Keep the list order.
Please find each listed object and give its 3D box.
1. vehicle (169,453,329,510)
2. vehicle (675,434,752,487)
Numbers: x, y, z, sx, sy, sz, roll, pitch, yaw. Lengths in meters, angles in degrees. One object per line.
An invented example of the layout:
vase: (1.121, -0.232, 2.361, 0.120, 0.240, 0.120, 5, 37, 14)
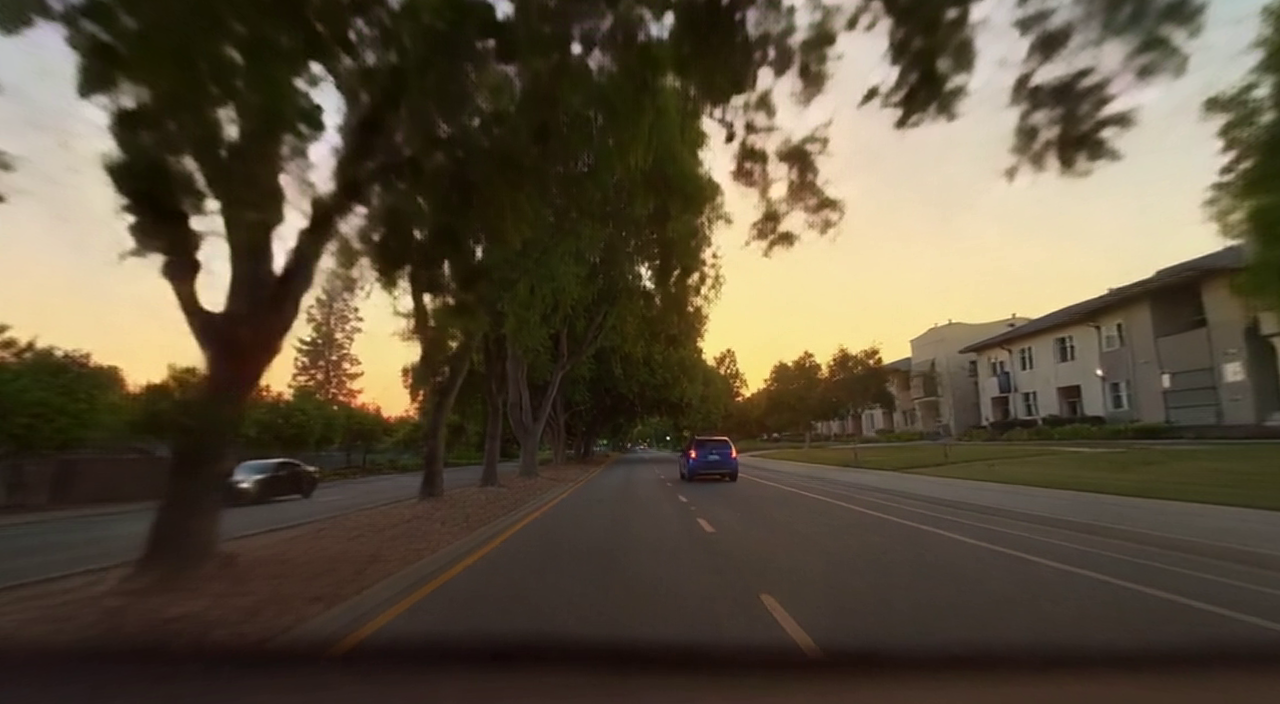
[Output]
vehicle: (-11.792, 3.910, 19.538, 1.968, 1.476, 4.631, 0, -8, 0)
vehicle: (2.523, 3.865, 22.860, 2.164, 1.725, 4.285, 0, -8, -1)
